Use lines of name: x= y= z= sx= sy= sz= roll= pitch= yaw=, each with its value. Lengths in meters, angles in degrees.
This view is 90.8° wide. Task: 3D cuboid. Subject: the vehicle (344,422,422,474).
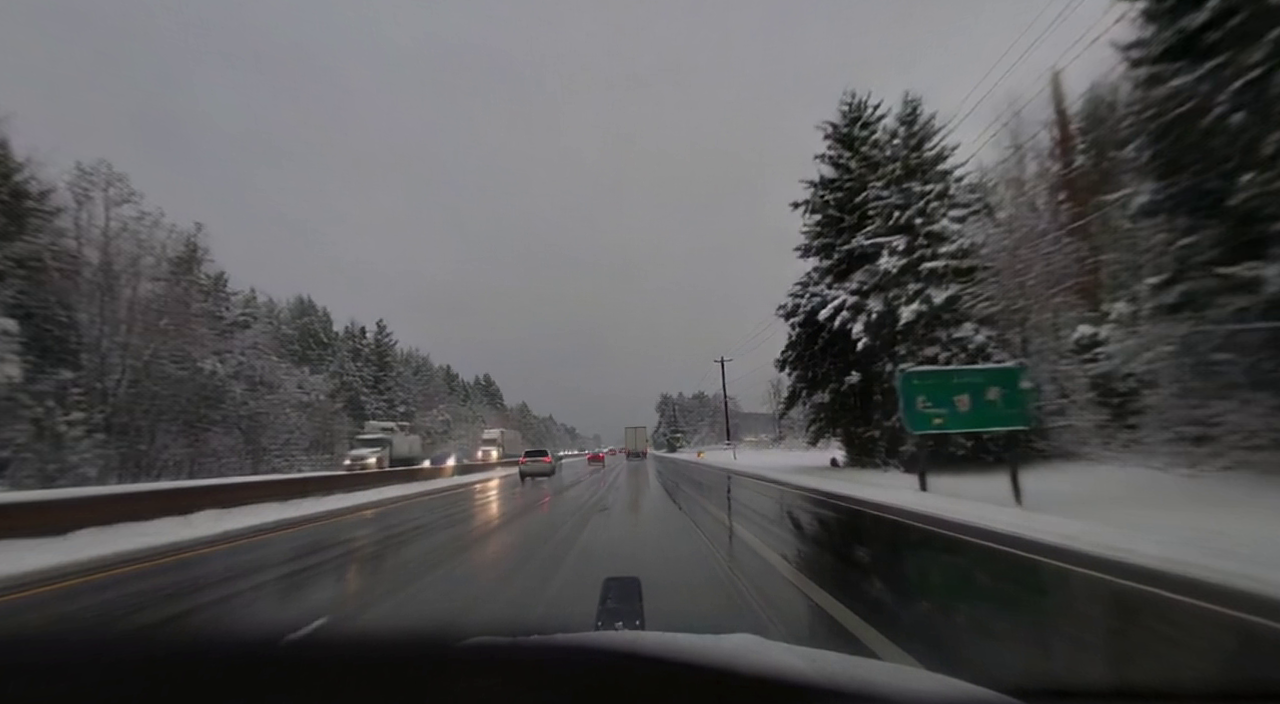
vehicle: x=-18.333 y=6.922 z=45.564 sx=2.744 sy=3.453 sz=6.712 roll=0 pitch=-9 yaw=0

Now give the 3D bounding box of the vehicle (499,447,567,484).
vehicle: x=-4.456 y=4.799 z=26.977 sx=2.106 sy=1.445 sz=4.404 roll=0 pitch=-9 yaw=0

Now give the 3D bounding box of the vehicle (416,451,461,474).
vehicle: x=-13.681 y=7.502 z=43.104 sx=1.764 sy=1.486 sz=3.947 roll=0 pitch=-9 yaw=0
